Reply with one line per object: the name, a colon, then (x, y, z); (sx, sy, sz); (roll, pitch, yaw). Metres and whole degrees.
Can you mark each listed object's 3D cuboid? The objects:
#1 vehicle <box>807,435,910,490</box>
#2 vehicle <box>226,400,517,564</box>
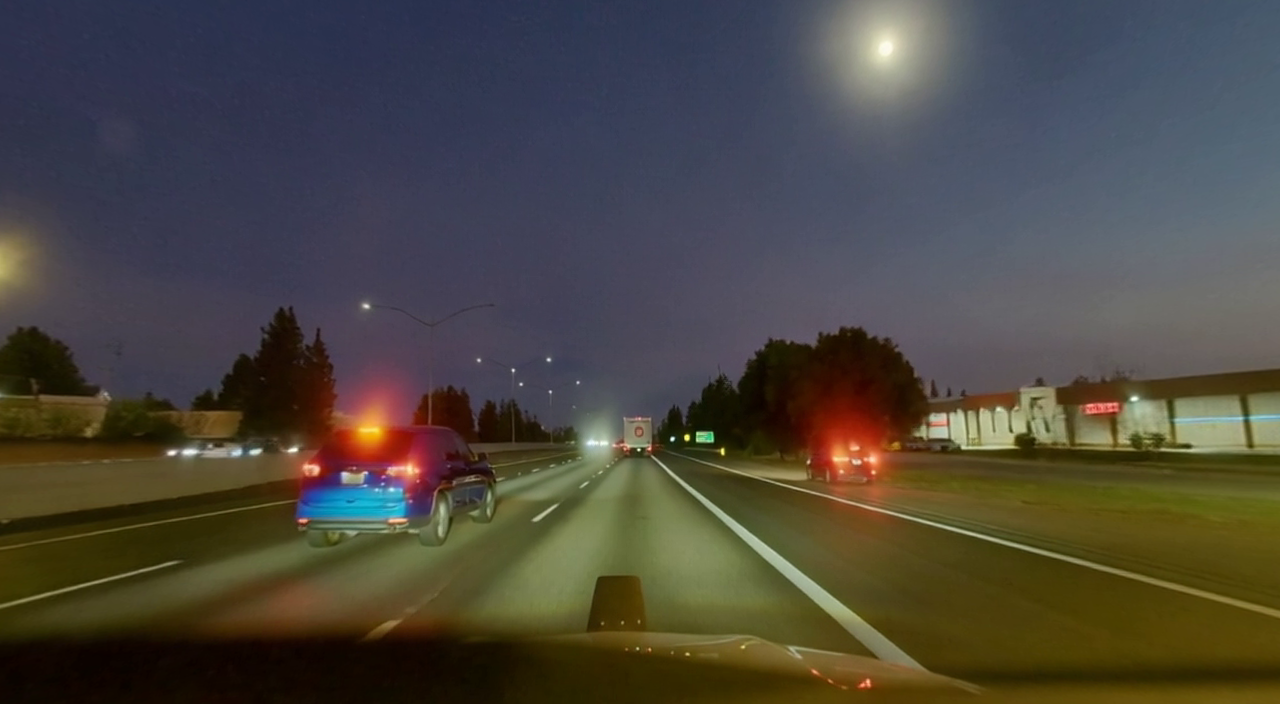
vehicle: (7.289, 3.716, 21.467); (1.958, 1.681, 4.109); (0, -9, -1)
vehicle: (-3.496, 1.826, 9.559); (2.178, 1.826, 4.933); (0, -9, 1)
